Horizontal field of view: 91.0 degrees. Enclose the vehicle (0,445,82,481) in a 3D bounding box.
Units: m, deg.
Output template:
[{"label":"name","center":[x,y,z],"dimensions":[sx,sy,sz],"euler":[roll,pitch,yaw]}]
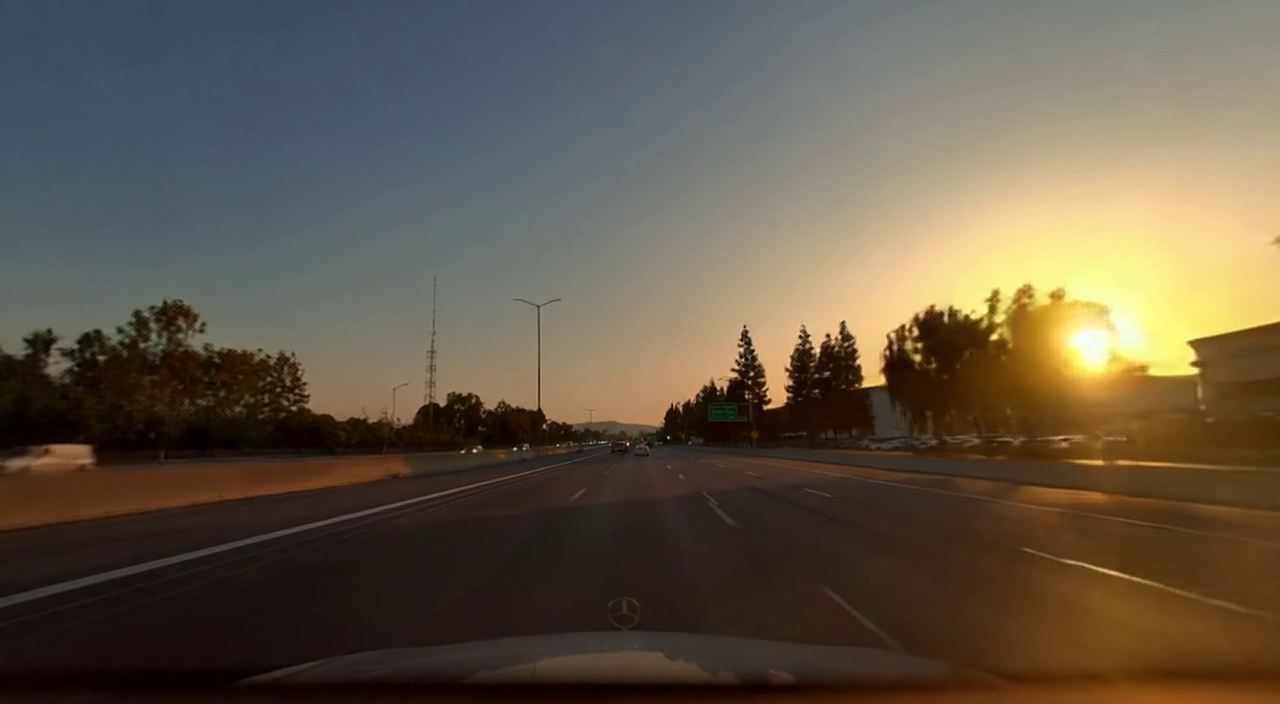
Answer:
[{"label":"vehicle","center":[-32.967,5.839,33.433],"dimensions":[2.051,1.778,4.839],"euler":[0,-9,2]}]
